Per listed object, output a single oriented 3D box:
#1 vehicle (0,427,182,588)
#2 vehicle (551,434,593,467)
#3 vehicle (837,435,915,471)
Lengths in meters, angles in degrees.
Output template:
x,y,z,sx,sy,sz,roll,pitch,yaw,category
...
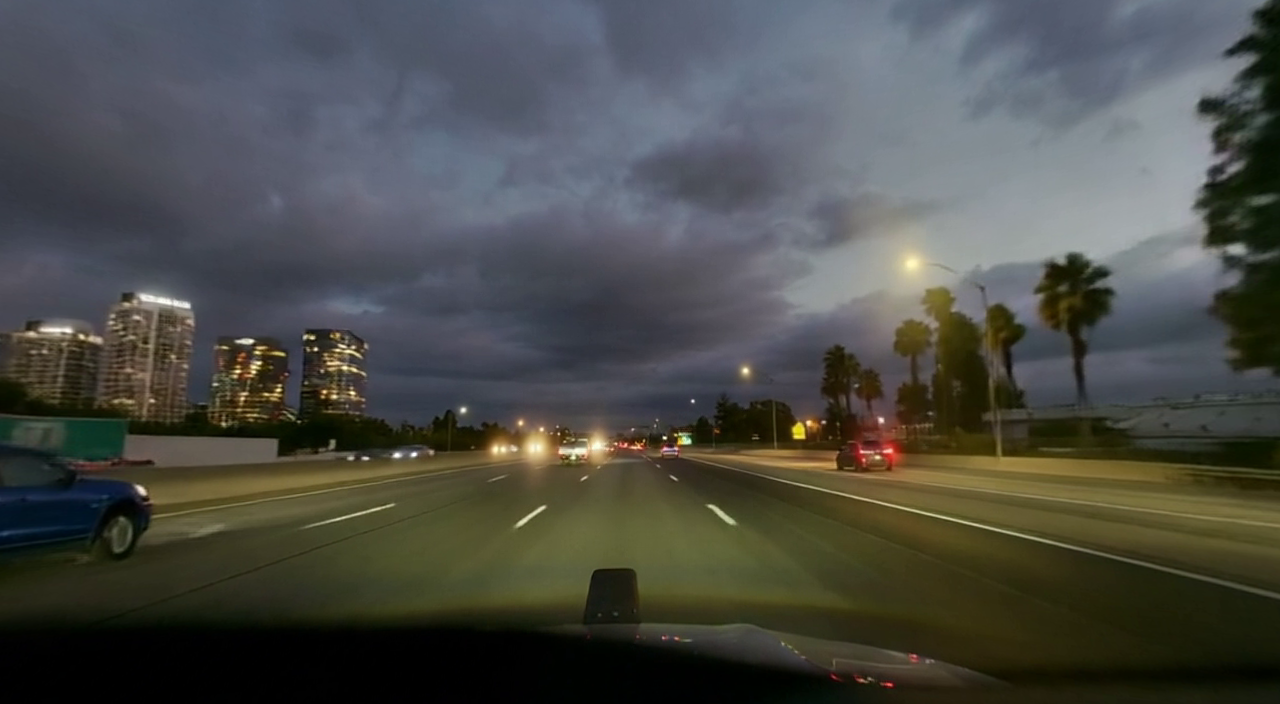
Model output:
x,y,z,sx,sy,sz,roll,pitch,yaw,category
-6.950,1.404,5.606,2.018,1.480,4.999,0,-9,0,vehicle
-4.341,6.408,41.042,2.225,1.967,4.673,0,-9,0,vehicle
12.412,5.363,33.638,2.168,1.792,4.457,0,-9,-4,vehicle
